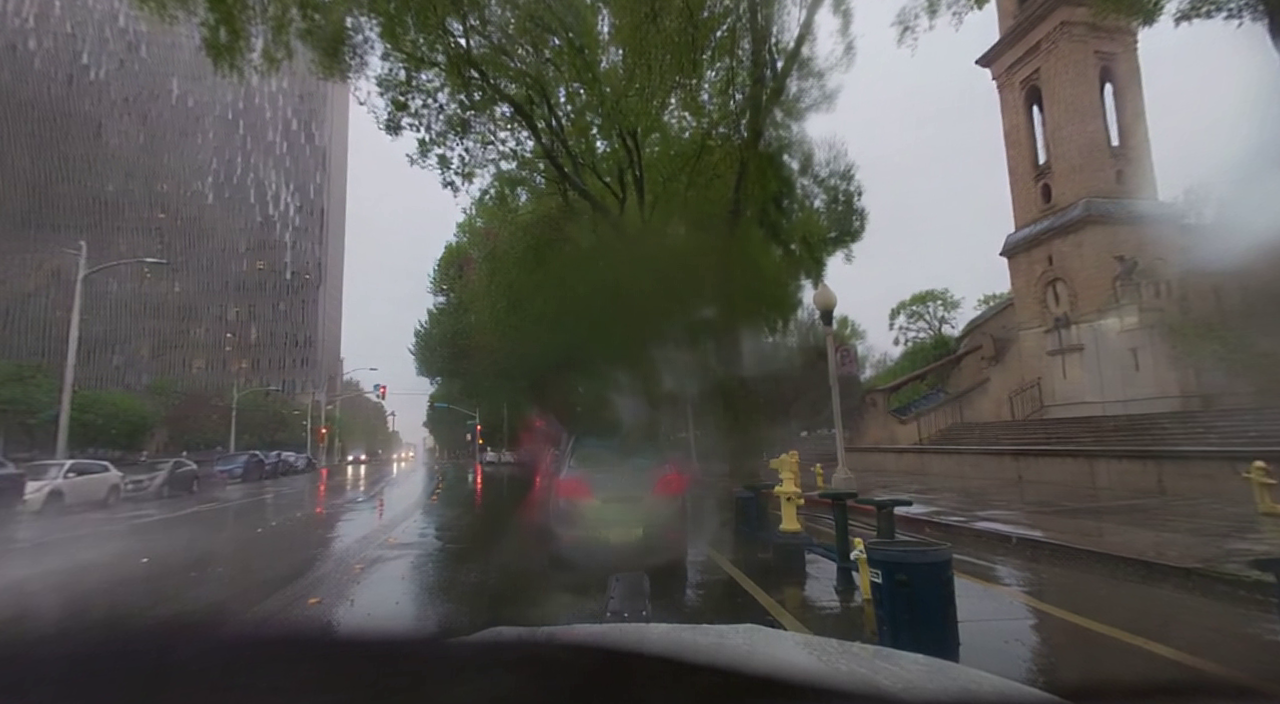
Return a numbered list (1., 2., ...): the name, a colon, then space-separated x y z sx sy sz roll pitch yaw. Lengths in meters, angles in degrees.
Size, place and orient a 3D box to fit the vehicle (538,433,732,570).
1. vehicle: -0.237 1.939 9.022 2.142 1.475 4.051 1 -8 -6
